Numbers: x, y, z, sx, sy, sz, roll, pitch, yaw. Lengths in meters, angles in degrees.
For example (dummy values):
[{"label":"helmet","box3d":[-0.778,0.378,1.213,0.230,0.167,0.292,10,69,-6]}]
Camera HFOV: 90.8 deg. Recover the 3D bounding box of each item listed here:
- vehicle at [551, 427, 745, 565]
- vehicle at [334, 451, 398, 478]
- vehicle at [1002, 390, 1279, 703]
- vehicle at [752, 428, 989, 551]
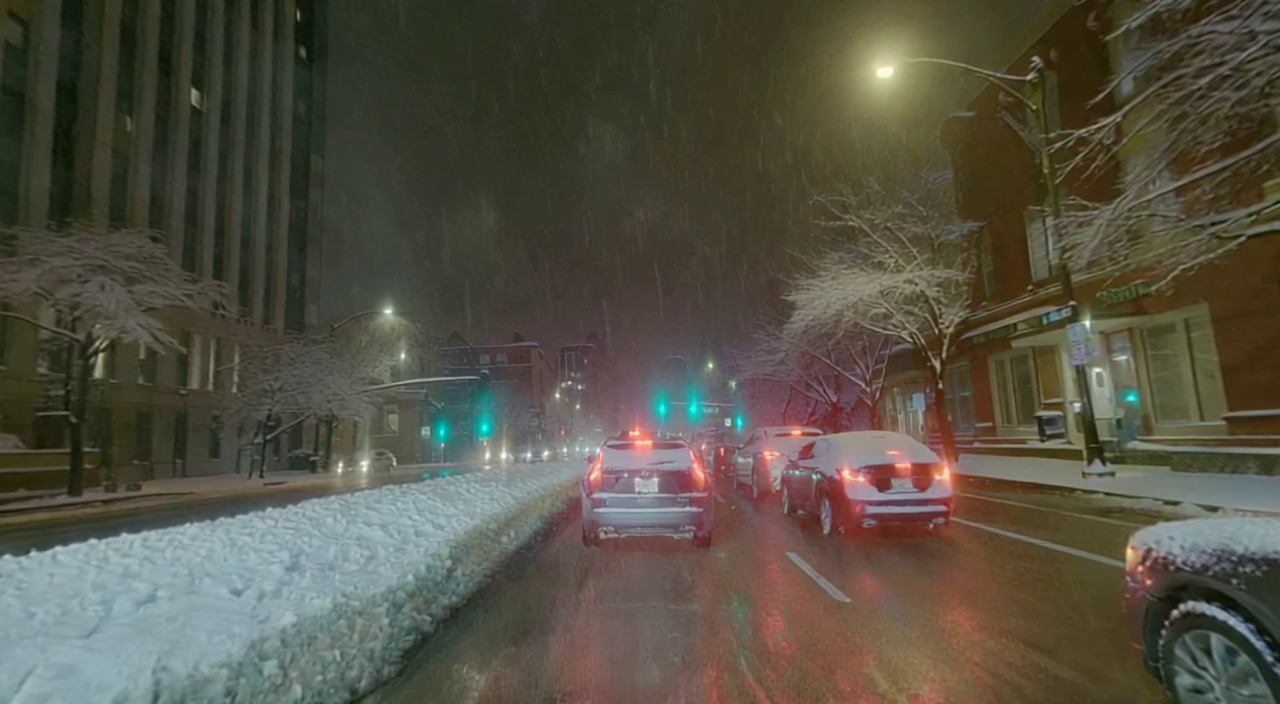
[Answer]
[{"label":"vehicle","box3d":[0.047,1.869,8.987,2.105,1.474,4.127,0,-8,-1]},{"label":"vehicle","box3d":[-16.287,6.704,37.772,1.848,1.447,4.501,0,-8,-1]},{"label":"vehicle","box3d":[3.216,0.777,1.484,1.982,1.491,4.664,0,-8,0]},{"label":"vehicle","box3d":[3.238,2.025,10.075,1.995,1.483,4.533,0,-8,-1]}]
